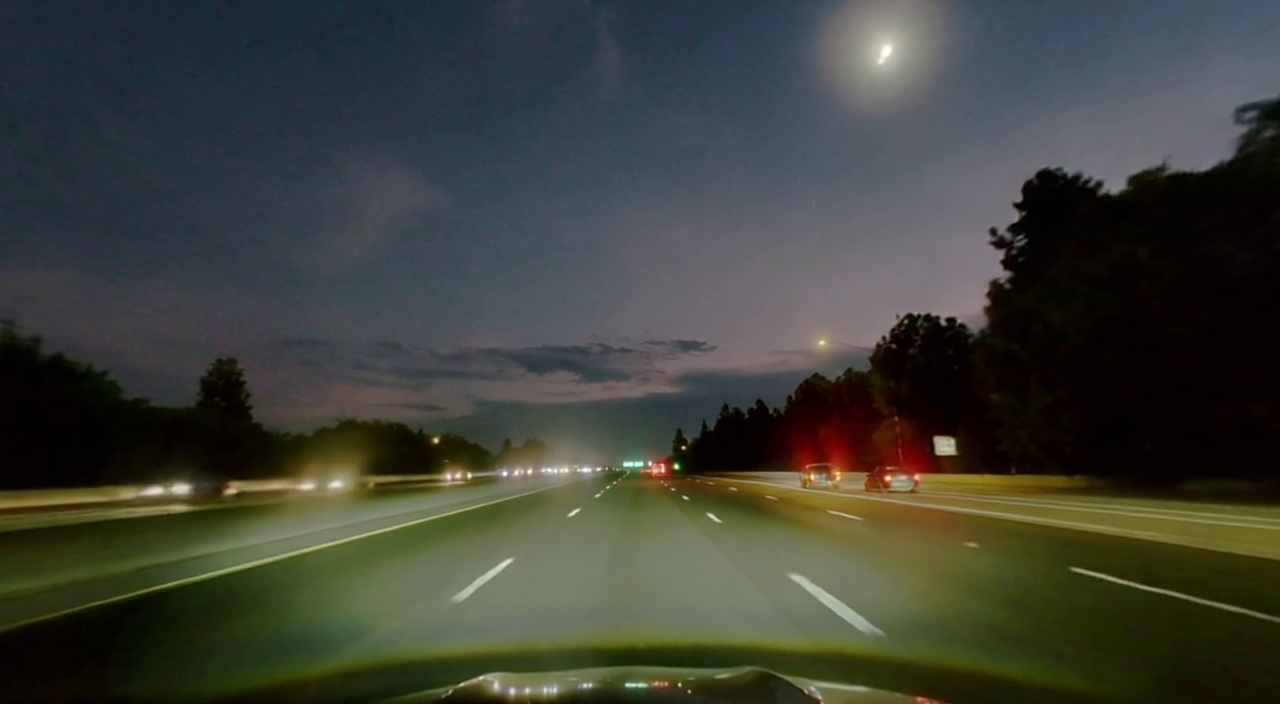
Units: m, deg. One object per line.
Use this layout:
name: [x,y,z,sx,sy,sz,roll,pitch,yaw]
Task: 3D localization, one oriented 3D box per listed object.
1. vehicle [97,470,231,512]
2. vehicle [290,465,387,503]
vehicle: [-19.058,5.580,25.486,1.876,1.475,4.583,1,-10,-1]
vehicle: [-12.763,5.599,26.923,2.097,1.465,4.067,1,-10,0]
